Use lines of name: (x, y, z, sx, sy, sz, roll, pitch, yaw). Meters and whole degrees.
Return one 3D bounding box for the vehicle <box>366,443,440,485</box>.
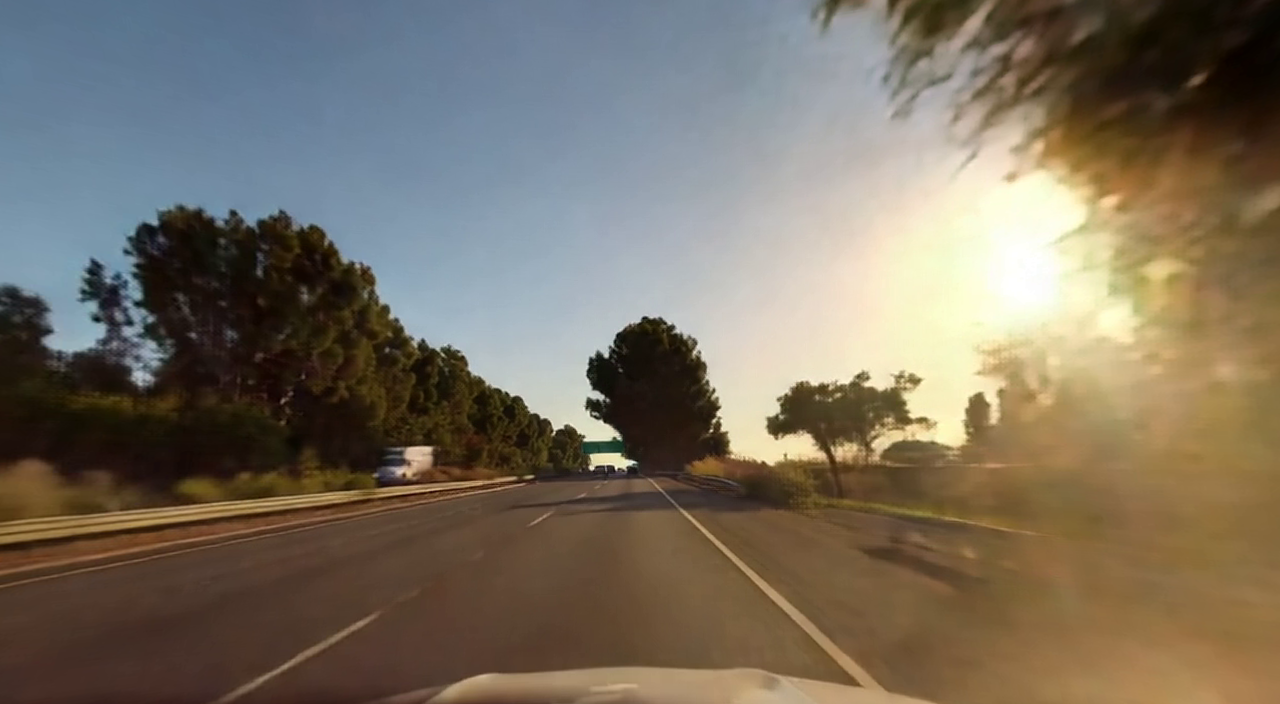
vehicle: (-17.968, 8.631, 48.311, 2.657, 2.861, 7.458, 1, -11, 0)
